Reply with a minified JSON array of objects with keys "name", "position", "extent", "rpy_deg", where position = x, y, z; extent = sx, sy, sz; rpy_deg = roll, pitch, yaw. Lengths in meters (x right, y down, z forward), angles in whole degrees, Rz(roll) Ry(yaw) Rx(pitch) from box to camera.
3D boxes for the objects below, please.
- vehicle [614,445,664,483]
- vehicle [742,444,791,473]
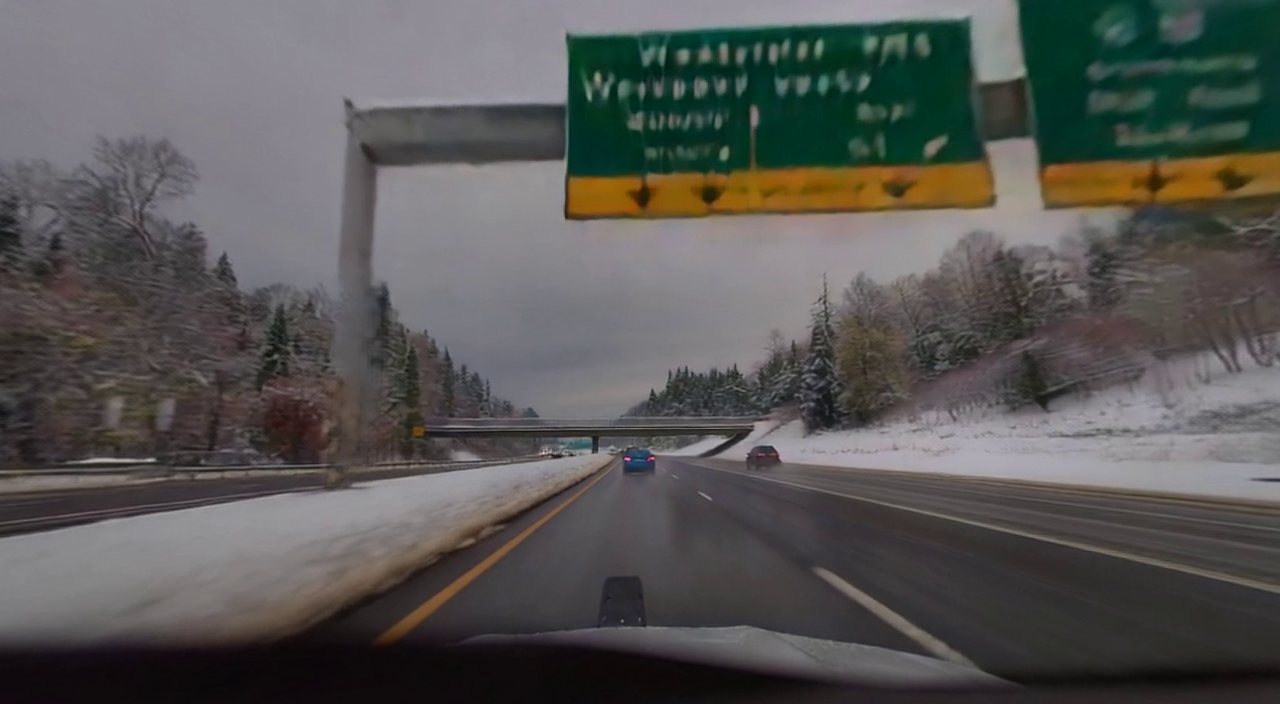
[{"name":"vehicle","position":[-0.084,4.932,28.022],"extent":[2.069,1.523,4.012],"rpy_deg":[0,-9,-1]},{"name":"vehicle","position":[7.486,6.348,37.679],"extent":[2.006,1.639,4.087],"rpy_deg":[0,-9,-1]}]
